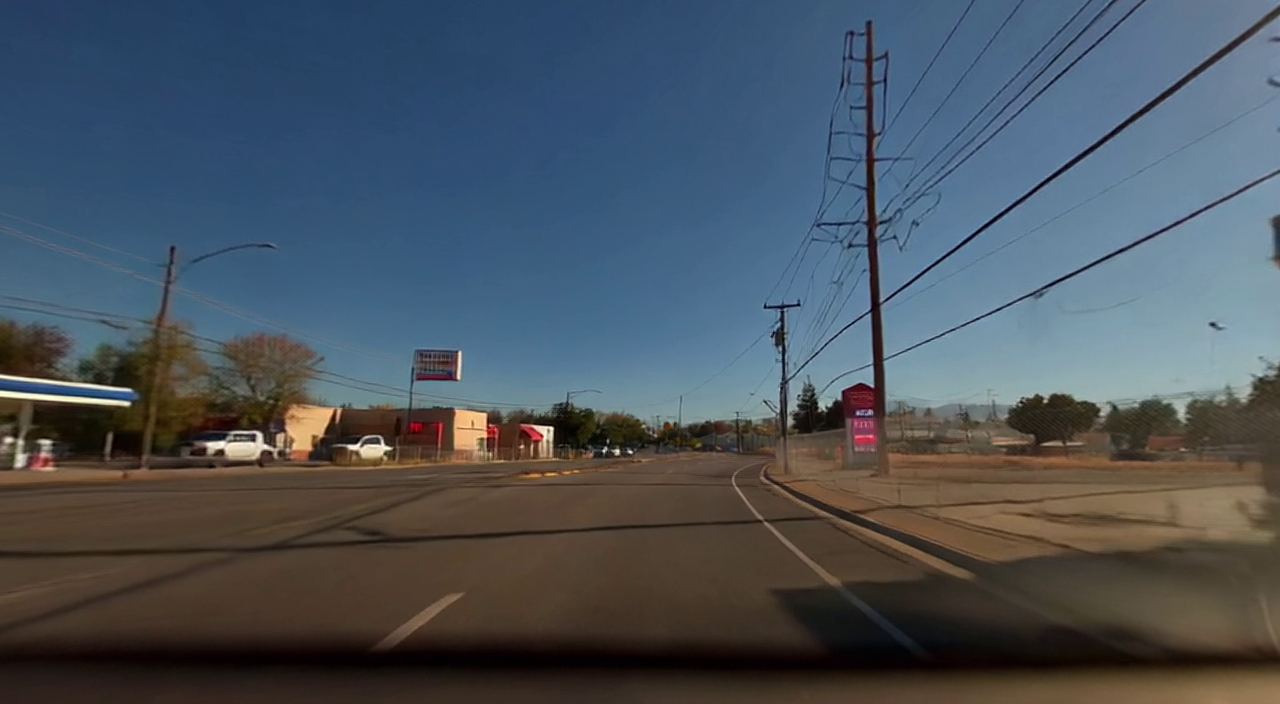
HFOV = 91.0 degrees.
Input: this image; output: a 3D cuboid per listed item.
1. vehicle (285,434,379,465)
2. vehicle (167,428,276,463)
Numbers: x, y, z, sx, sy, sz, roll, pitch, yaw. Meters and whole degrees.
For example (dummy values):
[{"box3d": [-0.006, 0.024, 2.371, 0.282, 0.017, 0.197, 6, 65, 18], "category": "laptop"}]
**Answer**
[{"box3d": [-20.890, 6.622, 42.726, 5.785, 2.002, 2.241, -4, -9, 19], "category": "vehicle"}, {"box3d": [-23.245, 5.194, 34.978, 5.426, 1.822, 2.014, -2, -9, 19], "category": "vehicle"}]
